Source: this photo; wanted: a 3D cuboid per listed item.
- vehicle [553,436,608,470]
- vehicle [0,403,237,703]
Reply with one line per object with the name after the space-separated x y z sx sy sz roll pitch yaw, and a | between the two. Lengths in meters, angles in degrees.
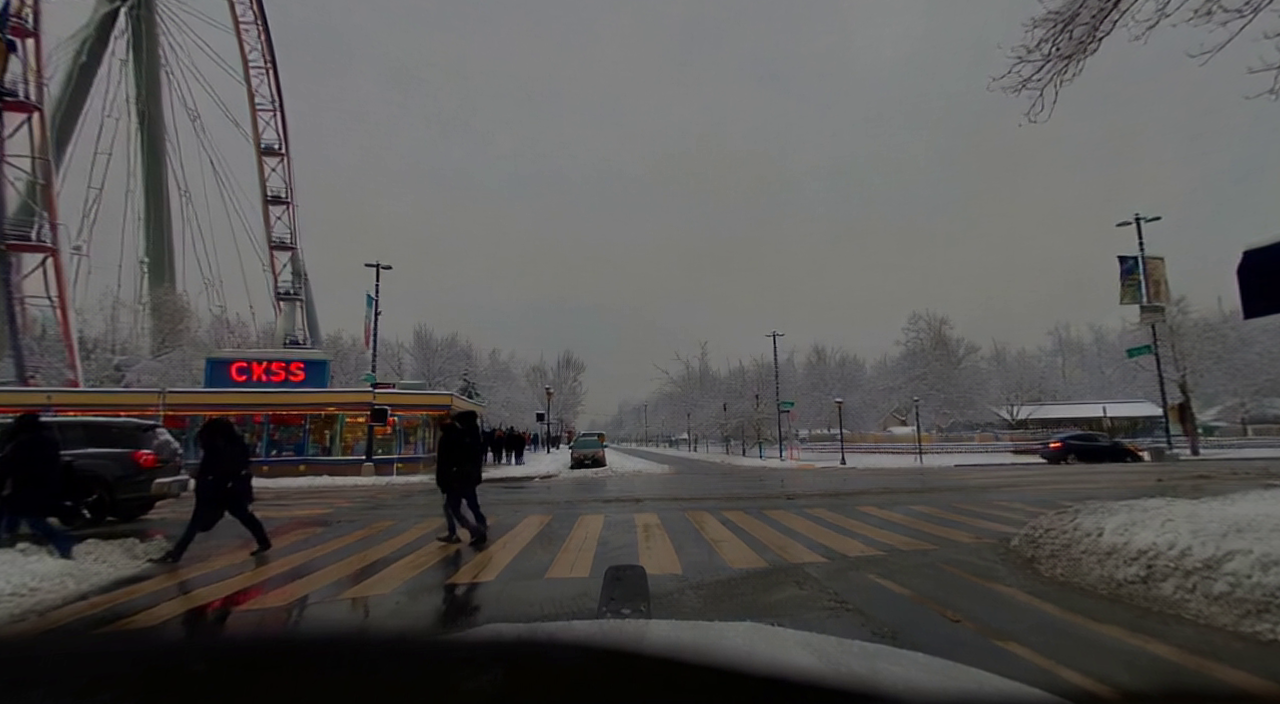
-3.915 6.413 40.242 2.549 2.000 5.699 2 -9 -15 | vehicle
-3.370 0.784 1.187 1.940 1.505 4.676 -1 -9 3 | vehicle
